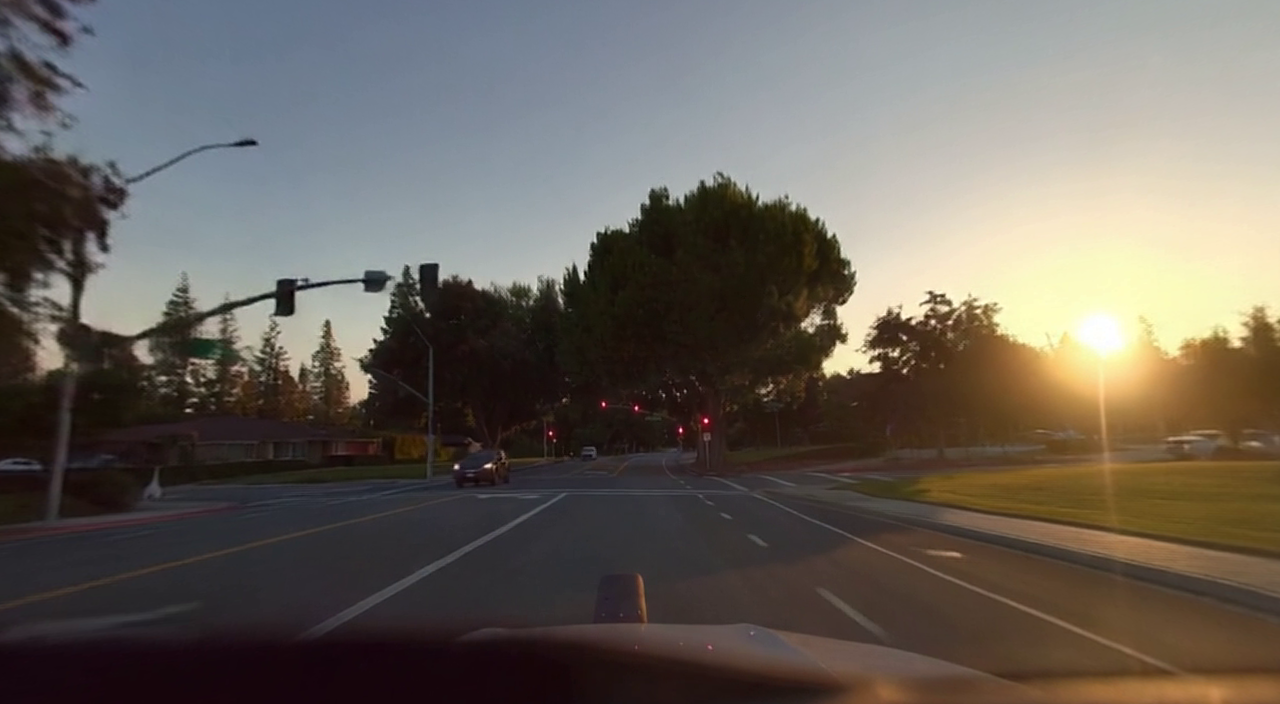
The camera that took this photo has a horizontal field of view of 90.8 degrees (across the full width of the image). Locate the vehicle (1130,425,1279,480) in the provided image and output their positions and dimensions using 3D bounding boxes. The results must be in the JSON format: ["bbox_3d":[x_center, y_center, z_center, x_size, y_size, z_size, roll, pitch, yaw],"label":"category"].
[{"bbox_3d":[18.704,3.176,20.190,1.938,1.511,4.994,0,-8,-2],"label":"vehicle"}]

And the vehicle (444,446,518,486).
[{"bbox_3d":[-7.703,5.572,31.189,2.262,1.761,4.966,0,-8,1],"label":"vehicle"}]
